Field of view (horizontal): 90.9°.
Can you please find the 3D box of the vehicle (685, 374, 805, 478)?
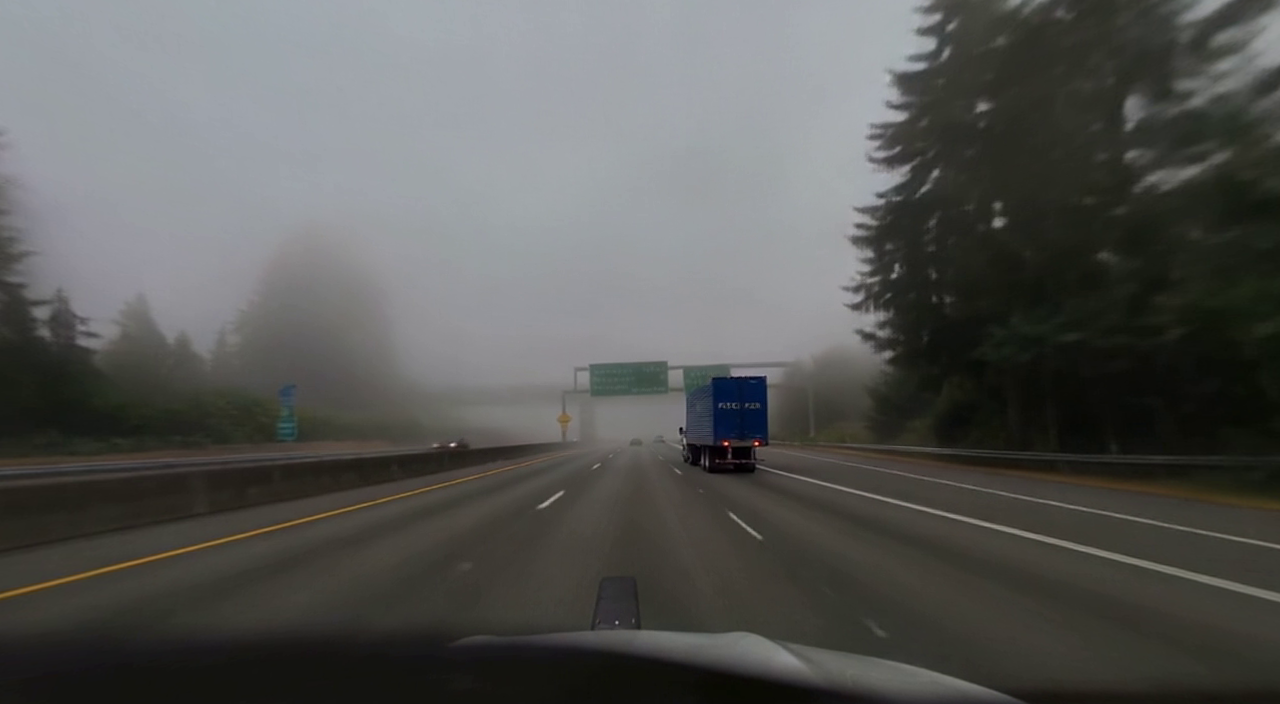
[{"bbox_3d":[3.839,3.169,26.157,2.849,3.391,11.018,0,-8,-1],"label":"vehicle"}]
